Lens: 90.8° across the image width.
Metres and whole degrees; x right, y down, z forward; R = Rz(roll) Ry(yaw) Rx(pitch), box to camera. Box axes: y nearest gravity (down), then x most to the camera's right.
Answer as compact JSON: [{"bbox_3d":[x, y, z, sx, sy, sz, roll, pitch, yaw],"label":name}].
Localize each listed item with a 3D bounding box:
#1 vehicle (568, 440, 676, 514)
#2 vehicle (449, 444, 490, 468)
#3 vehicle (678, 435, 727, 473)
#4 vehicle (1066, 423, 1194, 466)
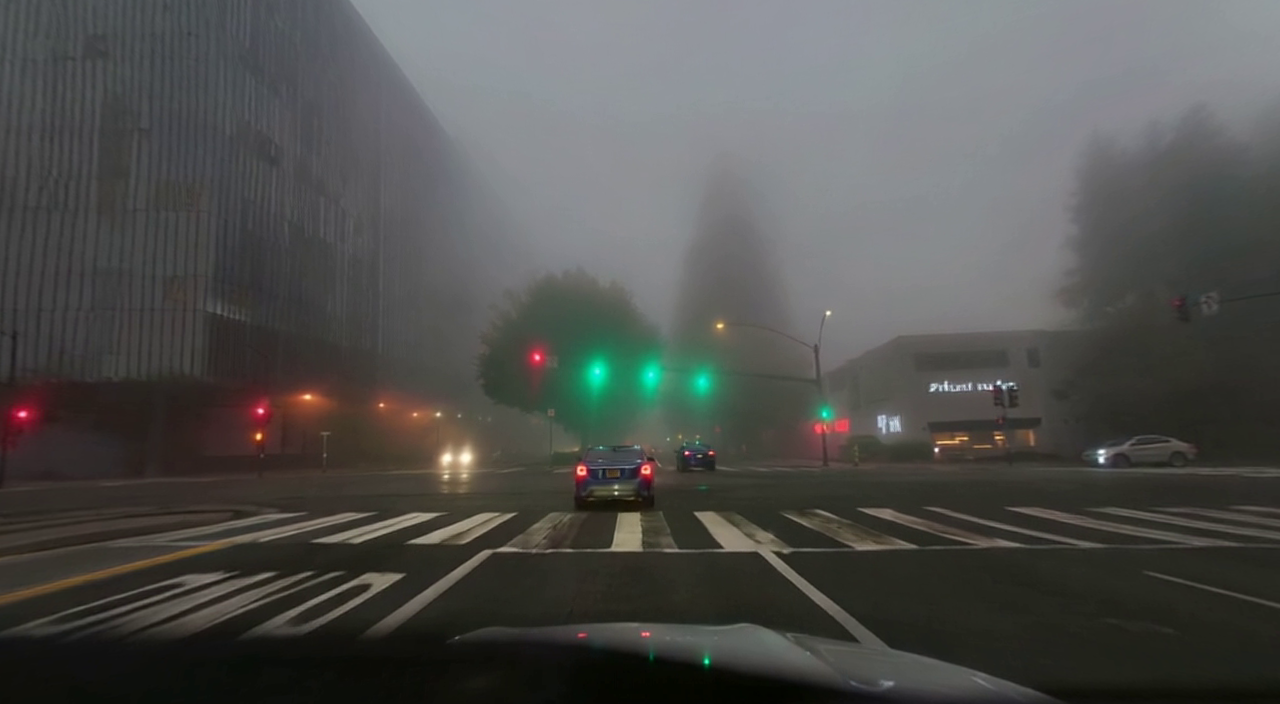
[{"bbox_3d":[-0.400,2.786,14.710,2.144,1.398,3.963,1,-7,-1],"label":"vehicle"},{"bbox_3d":[-12.685,7.745,47.158,2.000,1.507,4.286,-3,-8,-2],"label":"vehicle"},{"bbox_3d":[3.220,5.335,33.333,2.078,1.799,4.089,1,-7,-1],"label":"vehicle"},{"bbox_3d":[23.964,4.546,31.018,4.384,2.000,2.345,1,-9,-4],"label":"vehicle"}]
